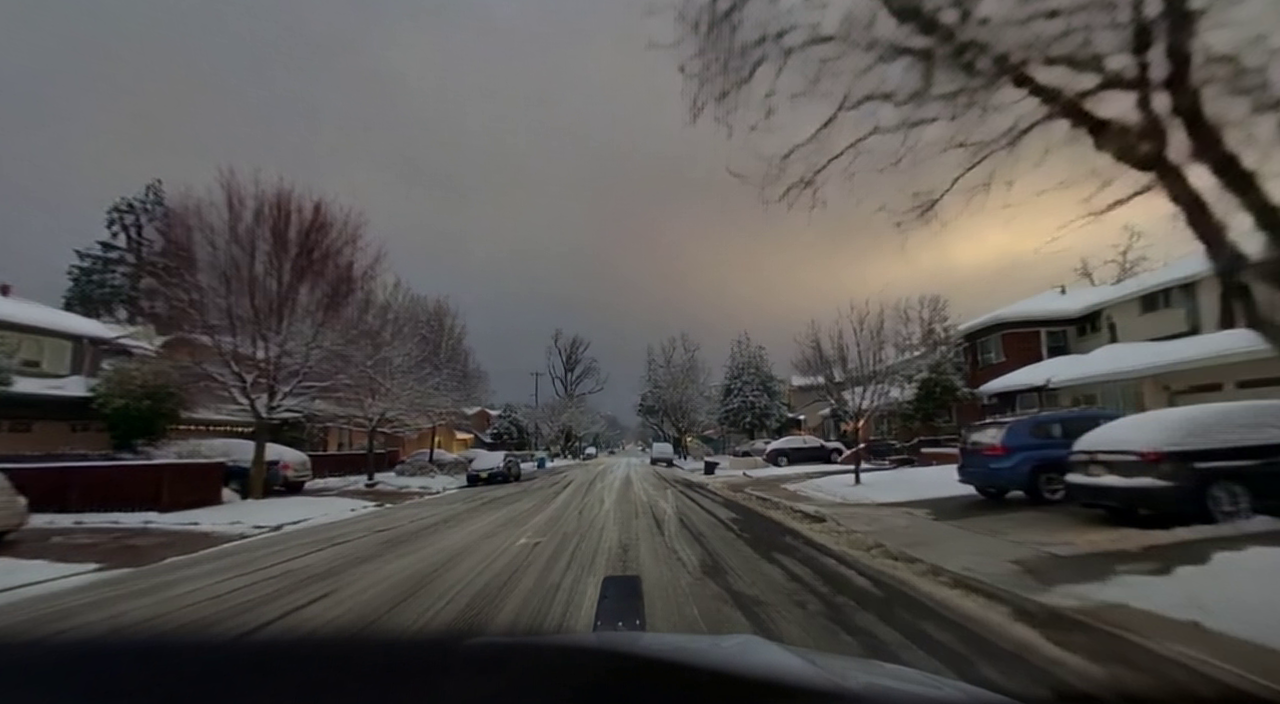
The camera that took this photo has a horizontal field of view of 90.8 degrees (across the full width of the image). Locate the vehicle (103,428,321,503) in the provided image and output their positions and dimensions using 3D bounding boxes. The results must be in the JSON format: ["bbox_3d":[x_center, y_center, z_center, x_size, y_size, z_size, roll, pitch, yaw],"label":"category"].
[{"bbox_3d":[-12.331,3.281,18.484,4.753,2.028,2.079,0,-9,0],"label":"vehicle"}]

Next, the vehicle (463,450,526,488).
[{"bbox_3d":[-6.257,5.051,27.523,1.878,1.496,3.535,0,-9,1],"label":"vehicle"}]

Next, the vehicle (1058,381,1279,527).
[{"bbox_3d":[8.571,1.378,8.620,4.334,1.750,1.900,1,-8,-1],"label":"vehicle"}]

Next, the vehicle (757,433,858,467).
[{"bbox_3d":[8.501,5.014,32.318,4.599,1.652,1.903,1,-9,-3],"label":"vehicle"}]

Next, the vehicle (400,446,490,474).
[{"bbox_3d":[-12.122,6.749,39.513,4.972,1.623,1.884,0,-9,0],"label":"vehicle"}]
